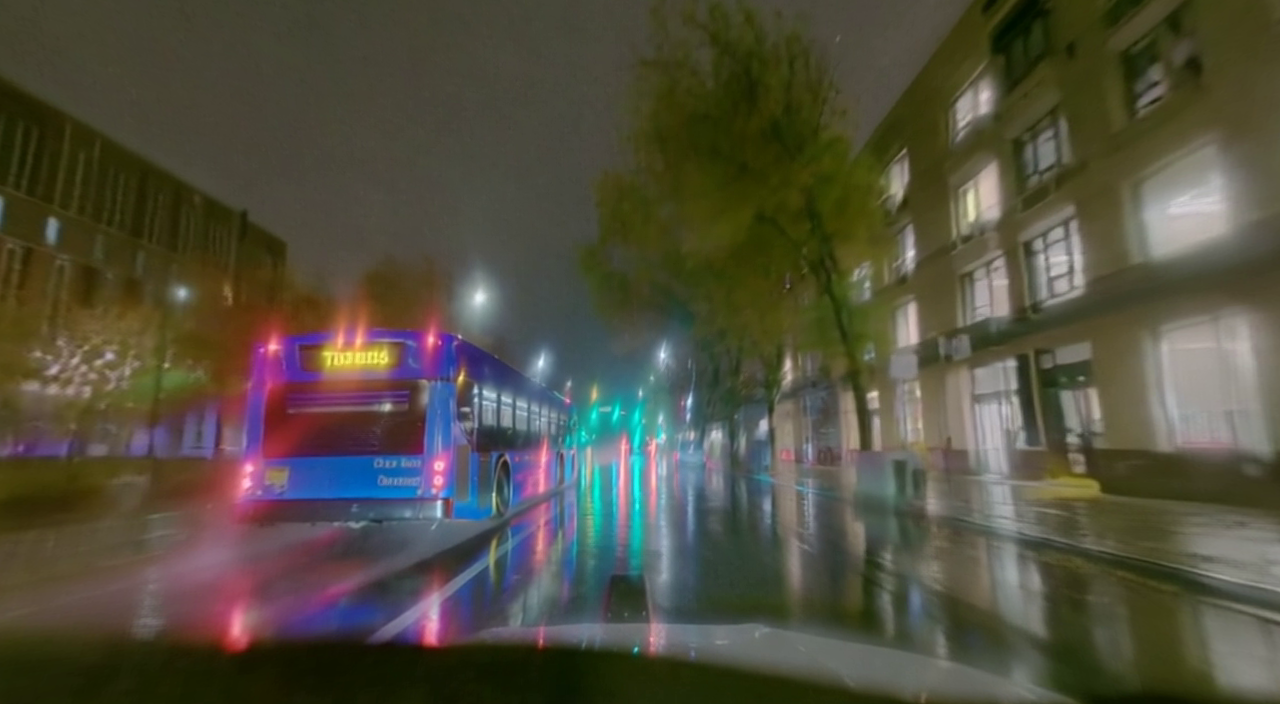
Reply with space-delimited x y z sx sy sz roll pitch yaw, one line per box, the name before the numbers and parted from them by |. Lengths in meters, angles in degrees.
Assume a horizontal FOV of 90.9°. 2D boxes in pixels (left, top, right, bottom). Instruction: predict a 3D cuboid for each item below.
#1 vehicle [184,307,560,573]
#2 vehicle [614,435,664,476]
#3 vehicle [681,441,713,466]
vehicle | -3.472 1.418 11.269 2.920 2.884 8.588 1 -6 0
vehicle | -0.020 4.664 28.622 2.120 1.727 3.917 0 -8 1
vehicle | 4.331 7.796 48.588 2.138 1.787 4.522 0 -8 2
